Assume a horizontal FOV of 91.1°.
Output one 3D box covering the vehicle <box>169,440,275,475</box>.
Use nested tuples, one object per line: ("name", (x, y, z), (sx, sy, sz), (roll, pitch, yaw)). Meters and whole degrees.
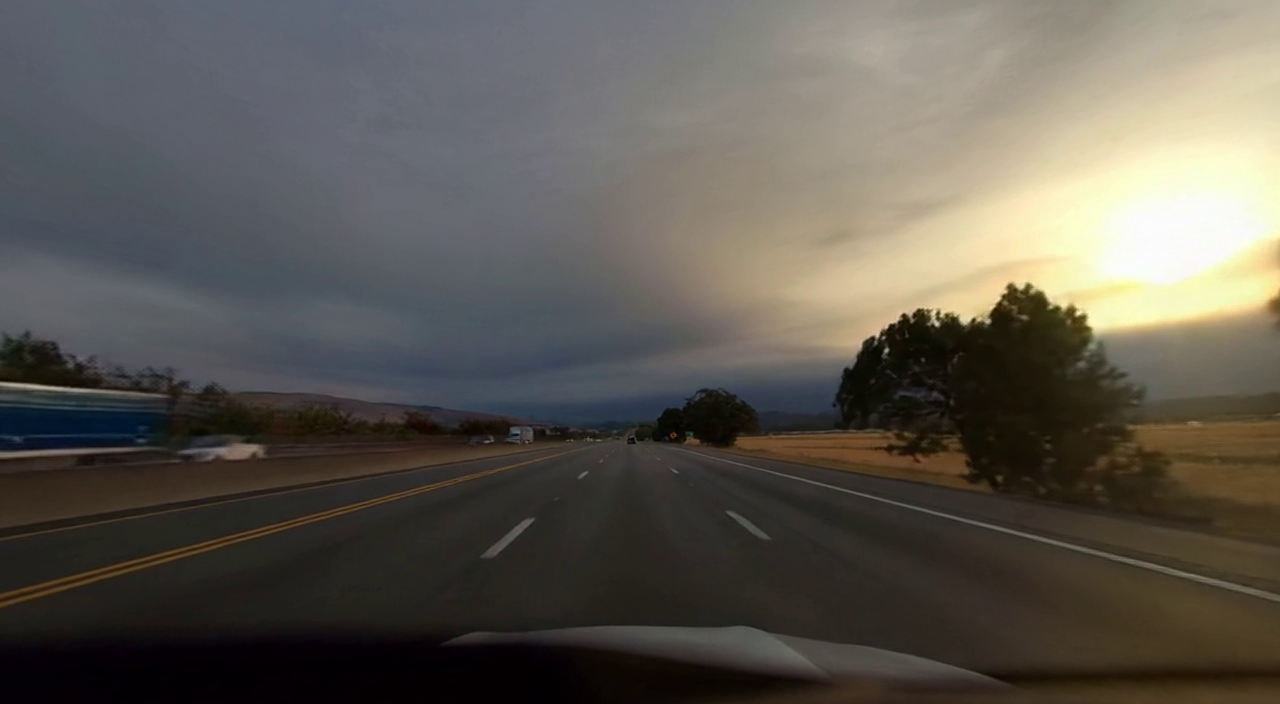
("vehicle", (-19.966, 5.005, 30.315), (2.008, 1.529, 4.678), (0, -8, -2))
